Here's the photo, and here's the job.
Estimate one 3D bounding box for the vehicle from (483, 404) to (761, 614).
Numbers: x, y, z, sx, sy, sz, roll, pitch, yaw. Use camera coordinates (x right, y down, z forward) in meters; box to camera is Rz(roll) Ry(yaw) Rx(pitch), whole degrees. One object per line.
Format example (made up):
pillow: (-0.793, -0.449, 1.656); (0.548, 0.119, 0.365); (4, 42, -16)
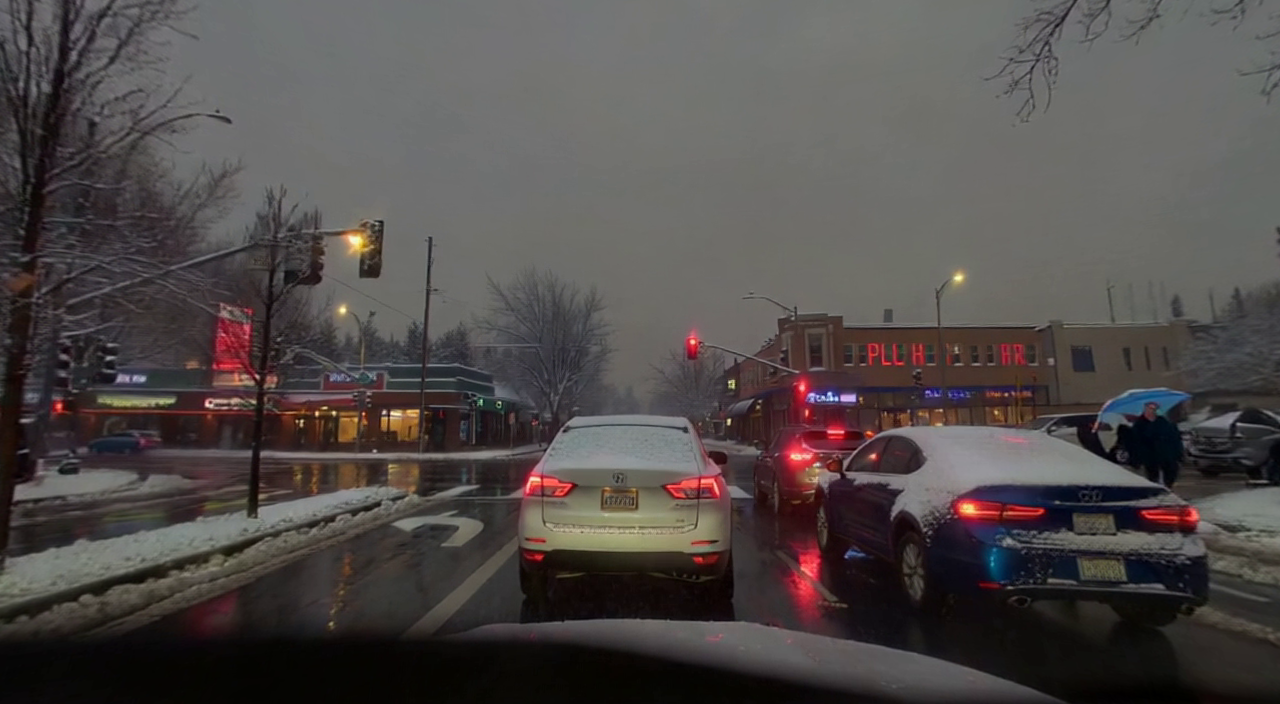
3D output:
vehicle: (-0.135, 1.554, 7.271); (2.123, 1.589, 4.702); (0, -8, 0)

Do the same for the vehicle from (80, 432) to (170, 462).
vehicle: (-28.977, 5.367, 35.564); (4.253, 1.570, 2.132); (-4, -9, 24)

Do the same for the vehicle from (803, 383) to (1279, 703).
vehicle: (3.035, 1.306, 5.440); (1.983, 1.654, 4.354); (0, -8, -1)
